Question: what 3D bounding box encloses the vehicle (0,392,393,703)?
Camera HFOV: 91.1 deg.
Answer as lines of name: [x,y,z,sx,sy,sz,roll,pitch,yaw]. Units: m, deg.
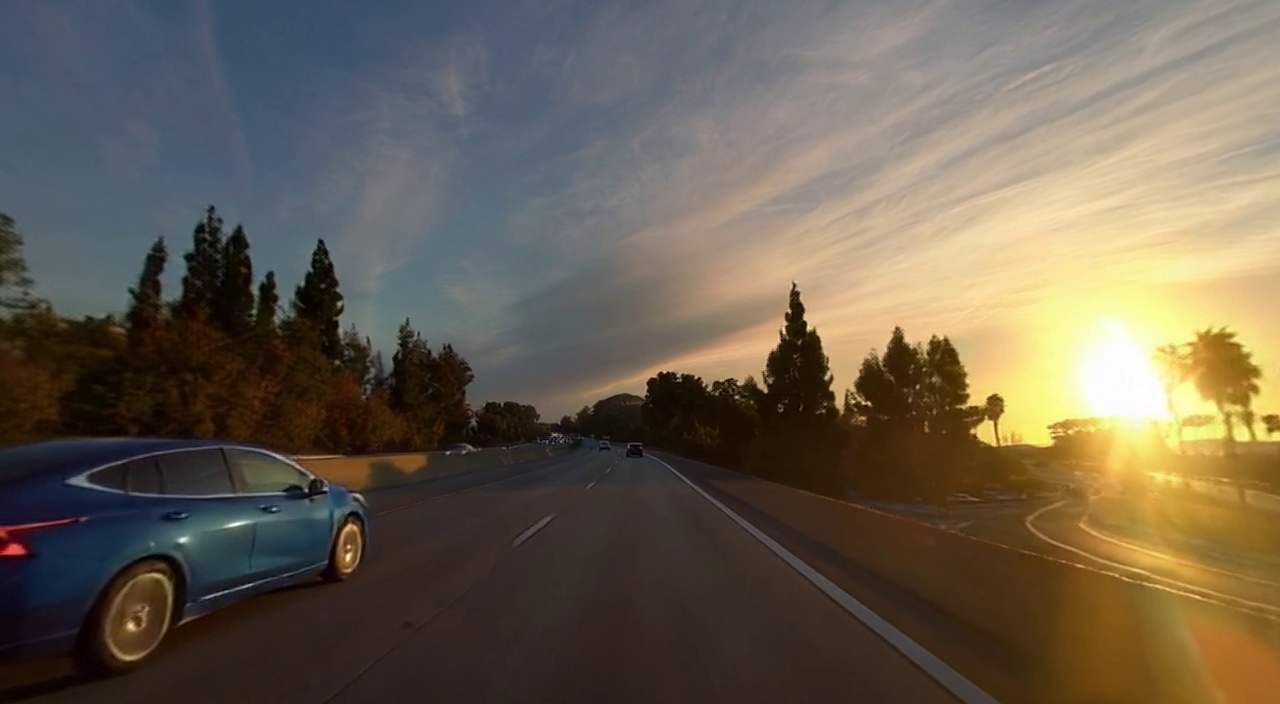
vehicle: [-3.712,1.186,4.227,2.092,1.562,4.748,0,-8,1]
